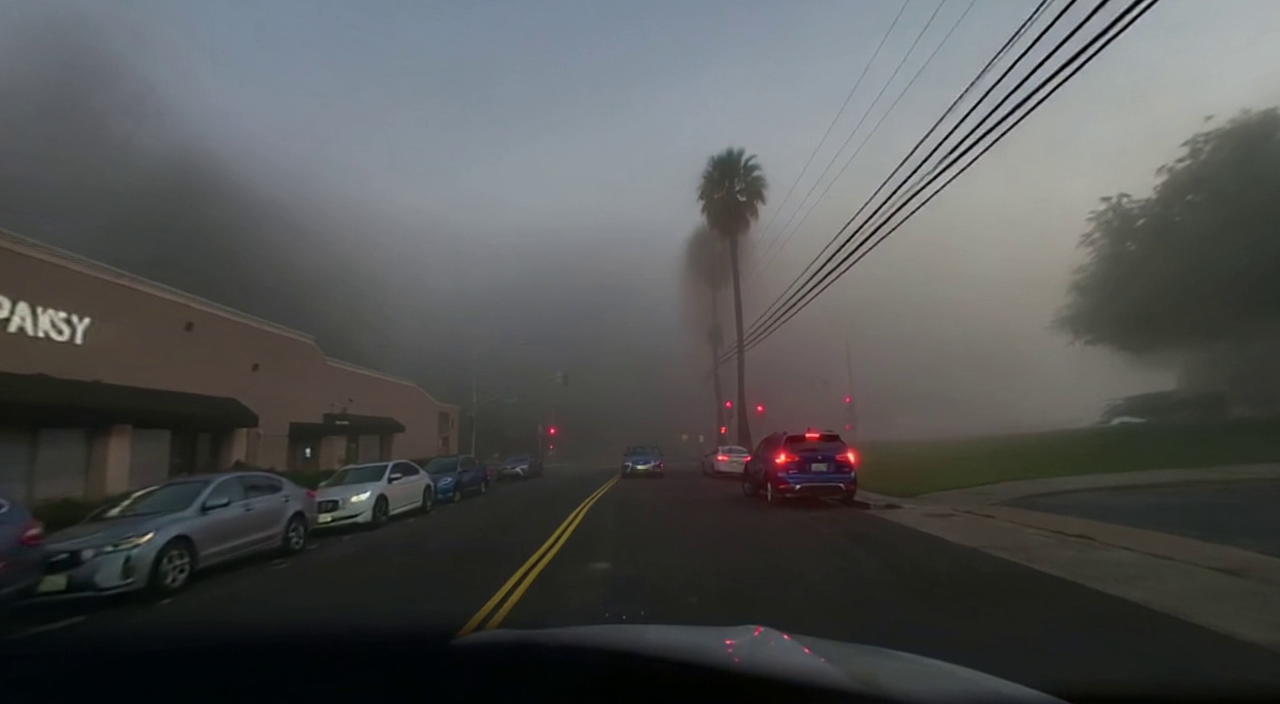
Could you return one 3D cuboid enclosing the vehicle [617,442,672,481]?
[{"bbox_3d":[0.153,4.392,25.583,2.060,1.452,4.078,0,-8,0],"label":"vehicle"}]

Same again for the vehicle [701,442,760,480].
[{"bbox_3d":[3.707,4.536,26.582,1.821,1.417,4.454,0,-8,0],"label":"vehicle"}]

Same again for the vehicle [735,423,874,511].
[{"bbox_3d":[3.769,2.743,15.554,2.099,1.786,5.198,0,-8,1],"label":"vehicle"}]

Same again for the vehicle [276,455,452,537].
[{"bbox_3d":[-6.067,3.181,14.603,1.874,1.472,4.668,0,-8,1],"label":"vehicle"}]

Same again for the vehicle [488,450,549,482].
[{"bbox_3d":[-6.085,5.762,32.228,2.105,1.469,4.693,0,-8,1],"label":"vehicle"}]

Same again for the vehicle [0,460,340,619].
[{"bbox_3d":[-6.188,2.297,8.679,1.810,1.489,4.336,-1,-8,2],"label":"vehicle"}]

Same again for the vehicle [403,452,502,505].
[{"bbox_3d":[-5.995,4.072,20.798,1.850,1.482,4.454,0,-8,1],"label":"vehicle"}]
